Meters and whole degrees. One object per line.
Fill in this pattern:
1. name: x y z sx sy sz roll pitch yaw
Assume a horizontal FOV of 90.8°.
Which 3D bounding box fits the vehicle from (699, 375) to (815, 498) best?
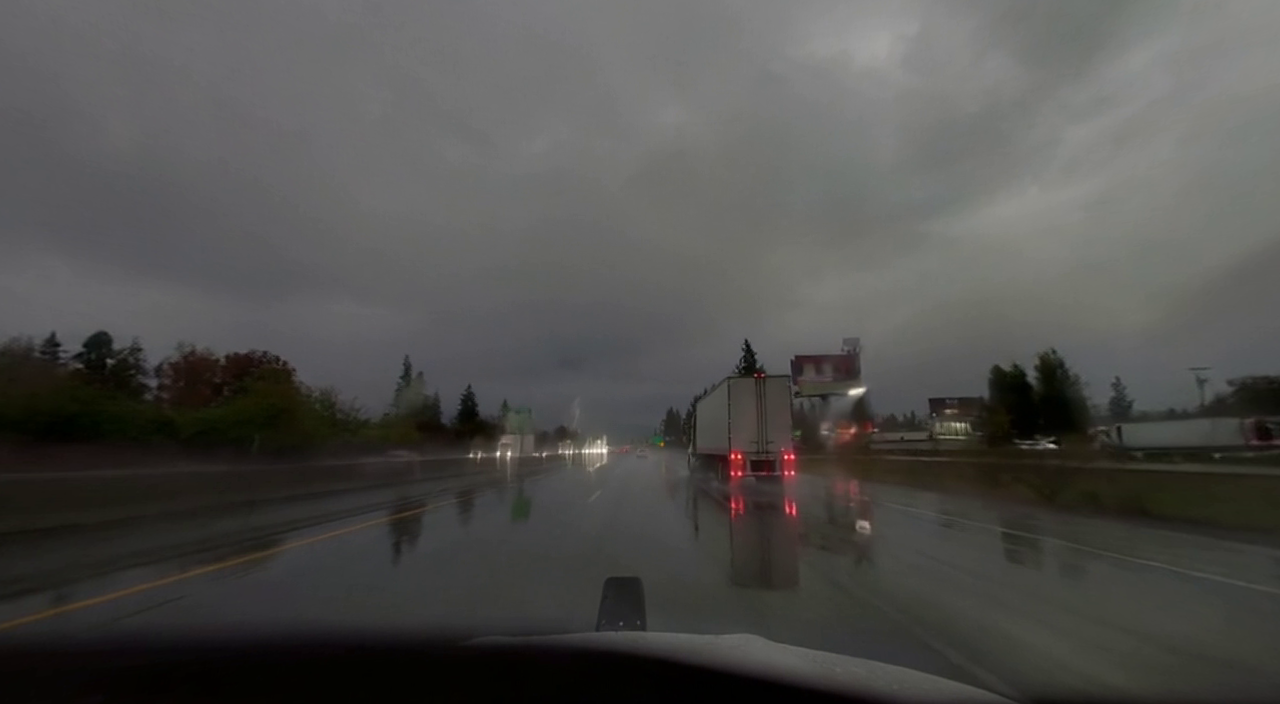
1. vehicle: 4.657 3.860 28.276 3.058 4.312 12.251 0 -9 1
